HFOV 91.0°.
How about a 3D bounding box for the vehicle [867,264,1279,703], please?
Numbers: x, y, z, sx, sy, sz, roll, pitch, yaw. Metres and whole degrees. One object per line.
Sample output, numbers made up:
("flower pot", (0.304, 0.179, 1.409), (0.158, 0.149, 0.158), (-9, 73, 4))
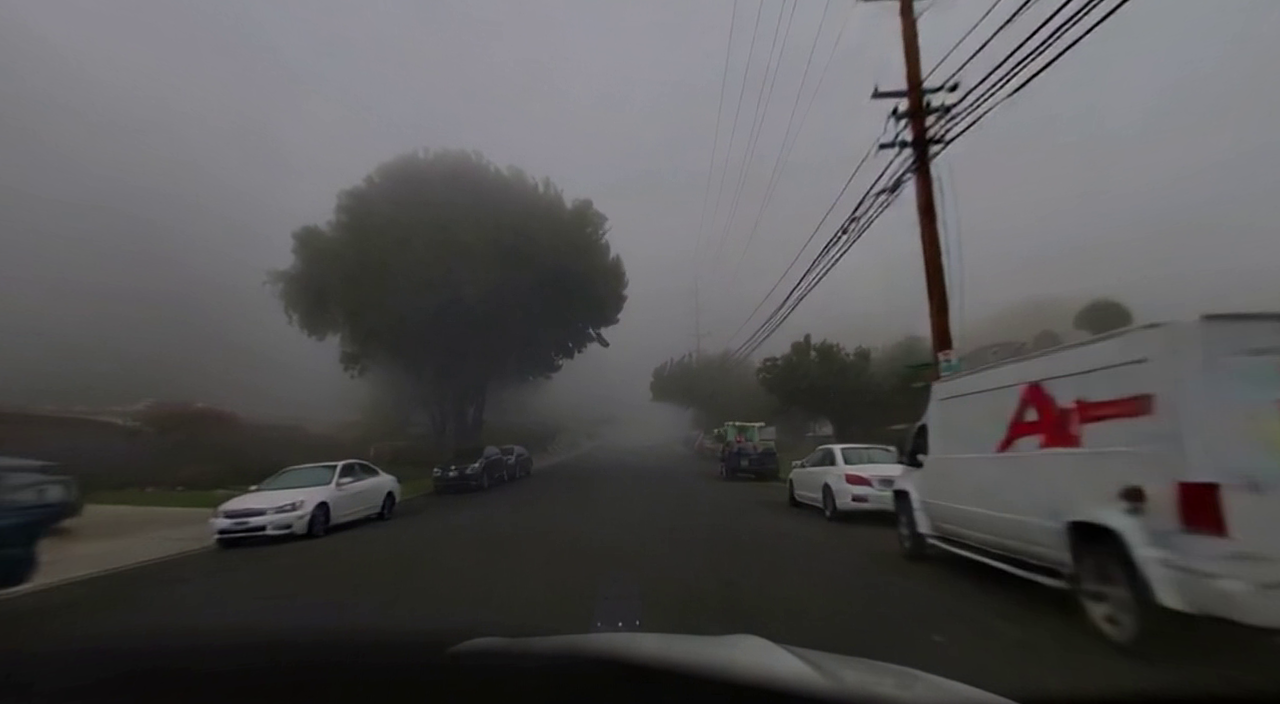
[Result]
("vehicle", (4.136, 1.066, 5.392), (2.396, 2.164, 5.381), (0, -9, 1))

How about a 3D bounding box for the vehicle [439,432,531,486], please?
("vehicle", (-6.037, 4.249, 25.315), (2.322, 1.913, 5.582), (0, -9, -1))

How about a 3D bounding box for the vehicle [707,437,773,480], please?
("vehicle", (3.878, 4.195, 25.031), (1.848, 1.550, 4.054), (0, -9, -1))

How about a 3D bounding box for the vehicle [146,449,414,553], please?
("vehicle", (-6.078, 2.528, 11.518), (2.048, 1.438, 4.728), (-1, -9, 1))
